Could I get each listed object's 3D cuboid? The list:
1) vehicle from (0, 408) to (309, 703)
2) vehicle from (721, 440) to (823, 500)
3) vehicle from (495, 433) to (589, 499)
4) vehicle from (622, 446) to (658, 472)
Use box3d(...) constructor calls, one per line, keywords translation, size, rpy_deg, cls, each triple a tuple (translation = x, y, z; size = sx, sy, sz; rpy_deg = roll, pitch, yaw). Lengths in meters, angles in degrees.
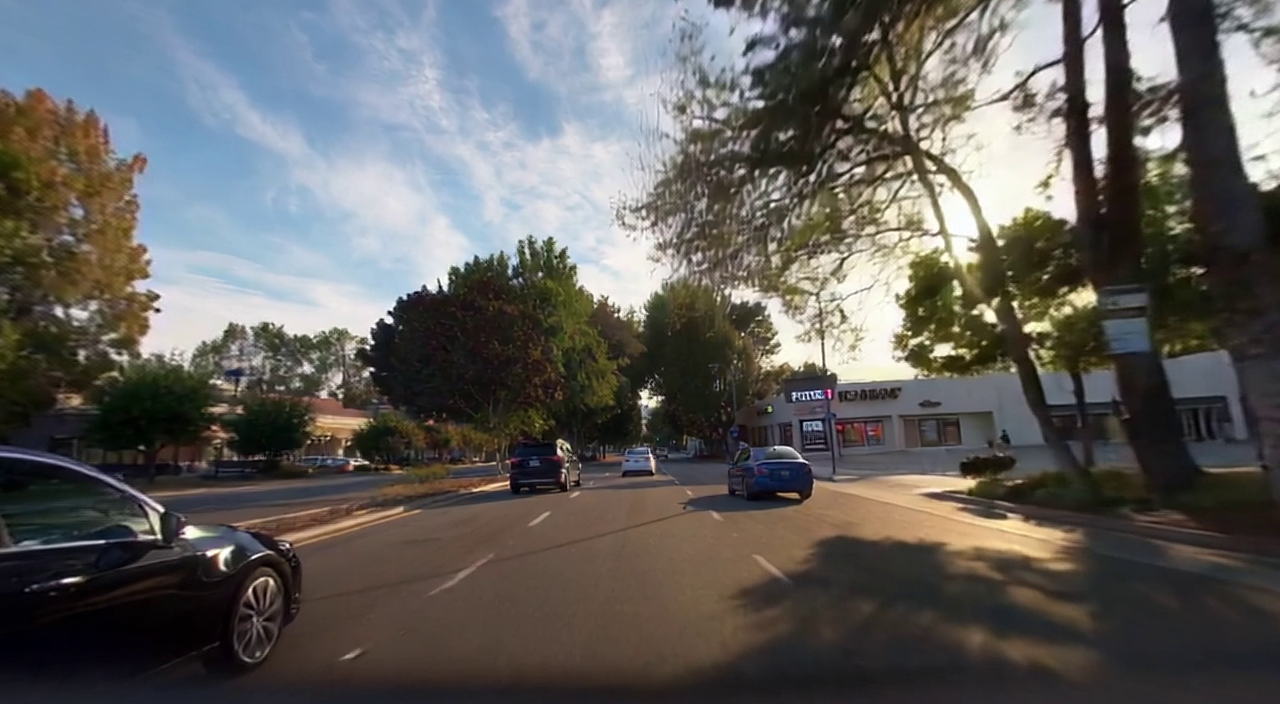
box3d(translation=(-3.007, 0.834, 1.403), size=(1.956, 1.460, 4.802), rpy_deg=(0, -8, 0), cls="vehicle")
box3d(translation=(3.606, 3.297, 18.039), size=(1.904, 1.490, 4.299), rpy_deg=(0, -8, -1), cls="vehicle")
box3d(translation=(-2.917, 3.513, 19.892), size=(2.193, 1.788, 4.603), rpy_deg=(-1, -8, 0), cls="vehicle")
box3d(translation=(-0.024, 6.463, 38.345), size=(2.069, 1.445, 3.965), rpy_deg=(0, -8, 0), cls="vehicle")
